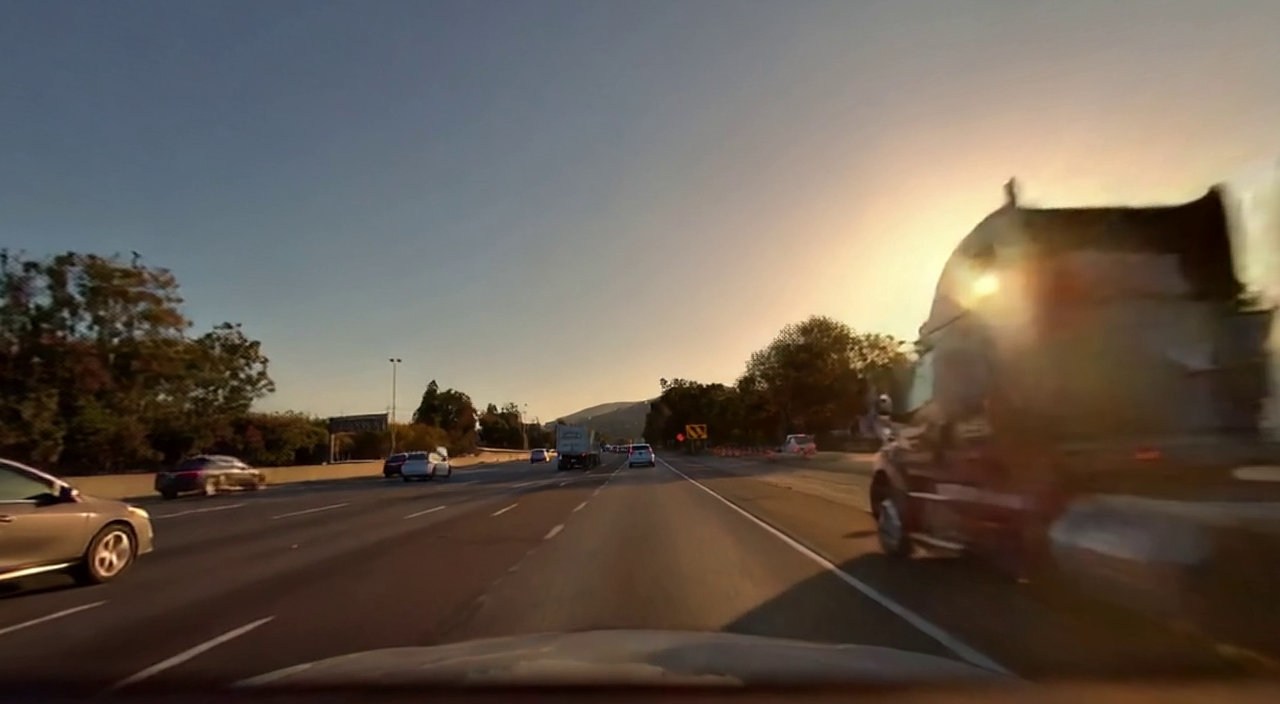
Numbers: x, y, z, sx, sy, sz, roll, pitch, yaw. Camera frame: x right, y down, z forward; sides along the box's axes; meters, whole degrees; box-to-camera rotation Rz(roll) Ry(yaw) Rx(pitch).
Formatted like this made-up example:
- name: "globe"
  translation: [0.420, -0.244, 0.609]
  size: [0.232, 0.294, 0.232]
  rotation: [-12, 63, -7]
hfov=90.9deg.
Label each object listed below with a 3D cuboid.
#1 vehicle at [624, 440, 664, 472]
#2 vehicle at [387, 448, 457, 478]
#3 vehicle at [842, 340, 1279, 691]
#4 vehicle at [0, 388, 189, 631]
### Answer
- name: "vehicle"
  translation: [0.239, 6.109, 37.260]
  size: [2.227, 1.794, 4.646]
  rotation: [0, -9, 1]
- name: "vehicle"
  translation: [-11.806, 6.018, 34.523]
  size: [1.928, 1.480, 4.823]
  rotation: [-1, -9, 2]
- name: "vehicle"
  translation: [4.505, 1.392, 6.852]
  size: [2.574, 2.046, 6.219]
  rotation: [0, -8, 0]
- name: "vehicle"
  translation: [-5.908, 1.113, 4.262]
  size: [2.200, 1.793, 4.586]
  rotation: [-1, -9, 2]
